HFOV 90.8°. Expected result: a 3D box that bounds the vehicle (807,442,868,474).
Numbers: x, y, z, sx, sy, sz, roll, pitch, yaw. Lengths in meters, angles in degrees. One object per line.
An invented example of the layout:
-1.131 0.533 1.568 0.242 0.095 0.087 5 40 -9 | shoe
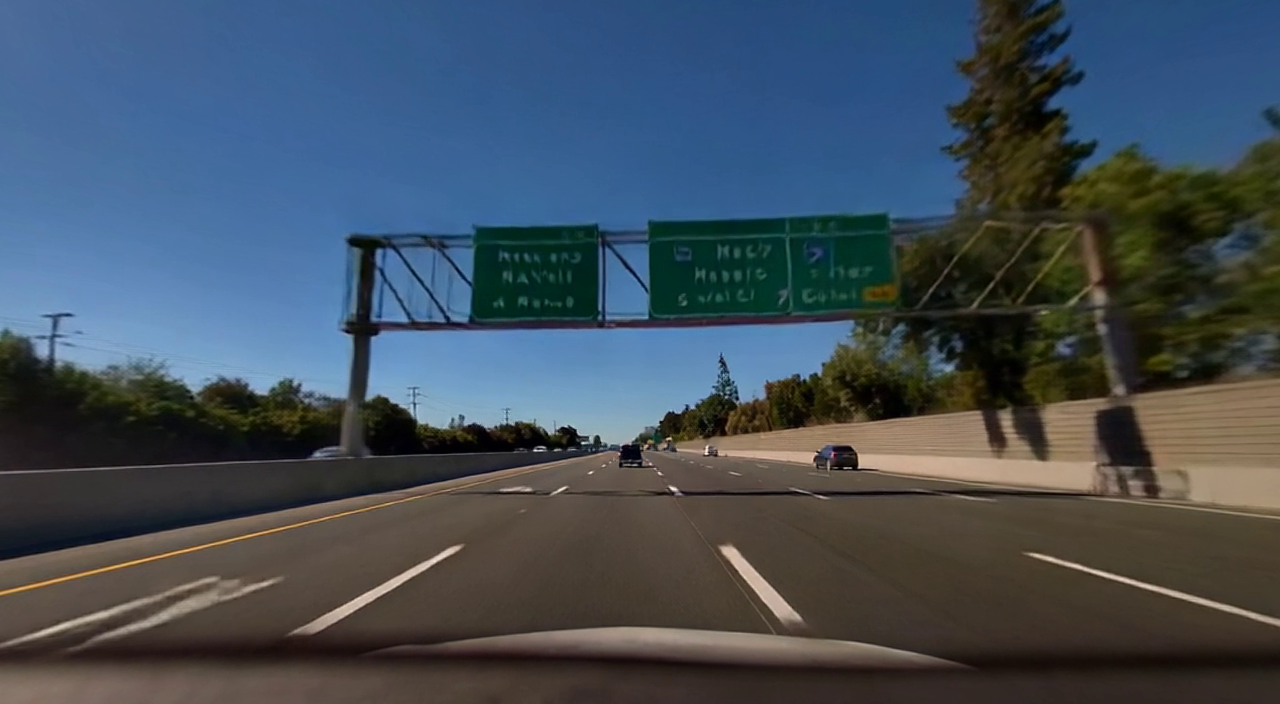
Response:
11.117 5.959 35.872 1.912 1.673 4.438 0 -8 -1 | vehicle

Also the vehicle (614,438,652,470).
-0.464 5.989 37.119 2.121 1.739 4.087 0 -8 -2 | vehicle

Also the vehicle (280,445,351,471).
-21.673 7.068 42.463 2.039 1.585 5.259 0 -9 0 | vehicle
